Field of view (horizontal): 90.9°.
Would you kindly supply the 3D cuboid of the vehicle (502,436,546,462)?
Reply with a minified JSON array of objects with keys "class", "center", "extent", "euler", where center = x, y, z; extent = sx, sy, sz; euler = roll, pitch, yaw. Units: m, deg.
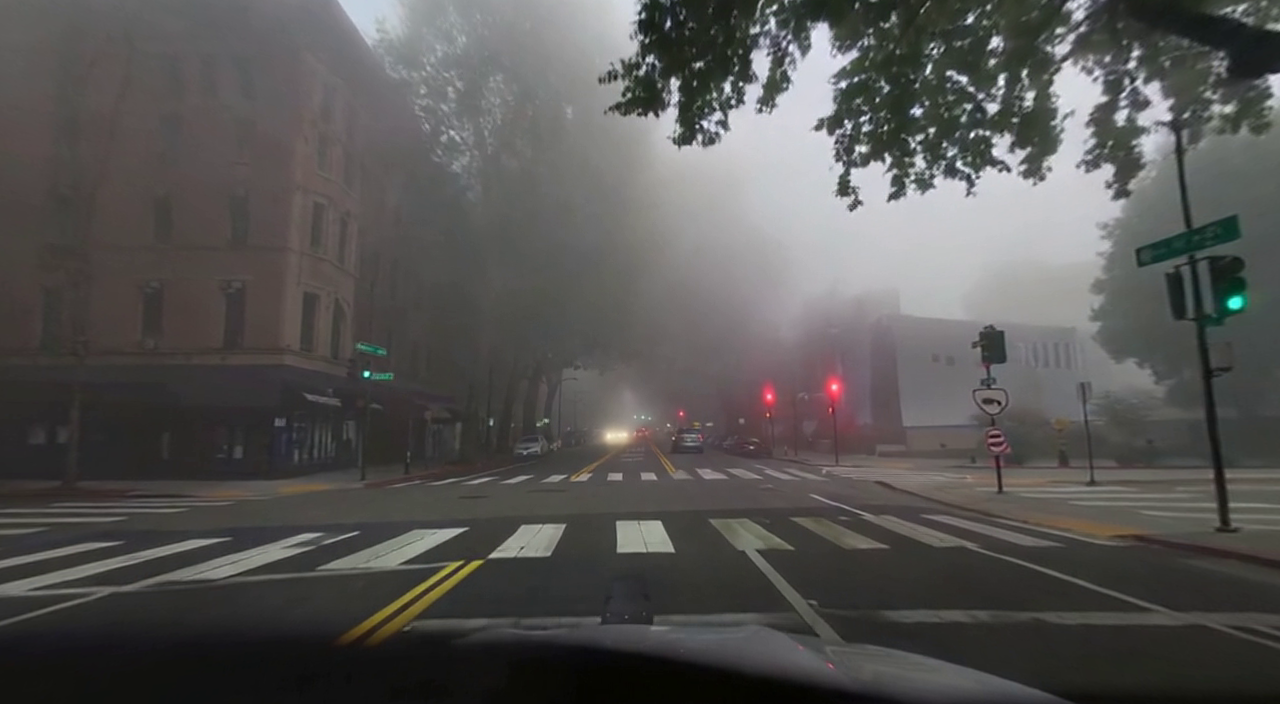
[{"class":"vehicle","center":[-7.275,6.128,39.965],"extent":[2.127,1.533,4.547],"euler":[-1,-8,-3]}]

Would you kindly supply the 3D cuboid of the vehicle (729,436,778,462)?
[{"class":"vehicle","center":[6.903,5.948,38.816],"extent":[1.997,1.510,4.455],"euler":[1,-8,-2]}]
